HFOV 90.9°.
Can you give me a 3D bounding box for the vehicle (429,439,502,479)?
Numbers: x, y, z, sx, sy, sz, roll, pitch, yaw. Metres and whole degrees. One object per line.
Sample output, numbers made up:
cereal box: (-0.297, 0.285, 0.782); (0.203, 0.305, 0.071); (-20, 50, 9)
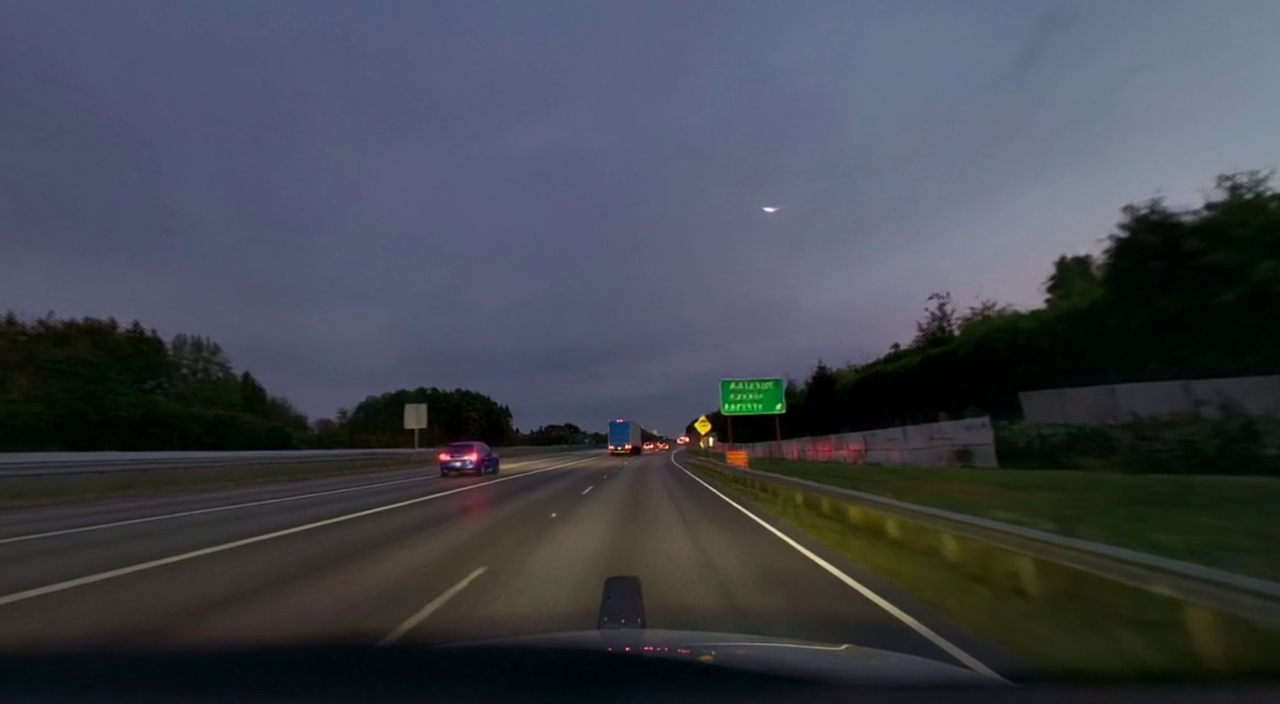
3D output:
vehicle: (-7.421, 4.605, 27.243); (1.893, 1.566, 4.051); (0, -9, 1)
